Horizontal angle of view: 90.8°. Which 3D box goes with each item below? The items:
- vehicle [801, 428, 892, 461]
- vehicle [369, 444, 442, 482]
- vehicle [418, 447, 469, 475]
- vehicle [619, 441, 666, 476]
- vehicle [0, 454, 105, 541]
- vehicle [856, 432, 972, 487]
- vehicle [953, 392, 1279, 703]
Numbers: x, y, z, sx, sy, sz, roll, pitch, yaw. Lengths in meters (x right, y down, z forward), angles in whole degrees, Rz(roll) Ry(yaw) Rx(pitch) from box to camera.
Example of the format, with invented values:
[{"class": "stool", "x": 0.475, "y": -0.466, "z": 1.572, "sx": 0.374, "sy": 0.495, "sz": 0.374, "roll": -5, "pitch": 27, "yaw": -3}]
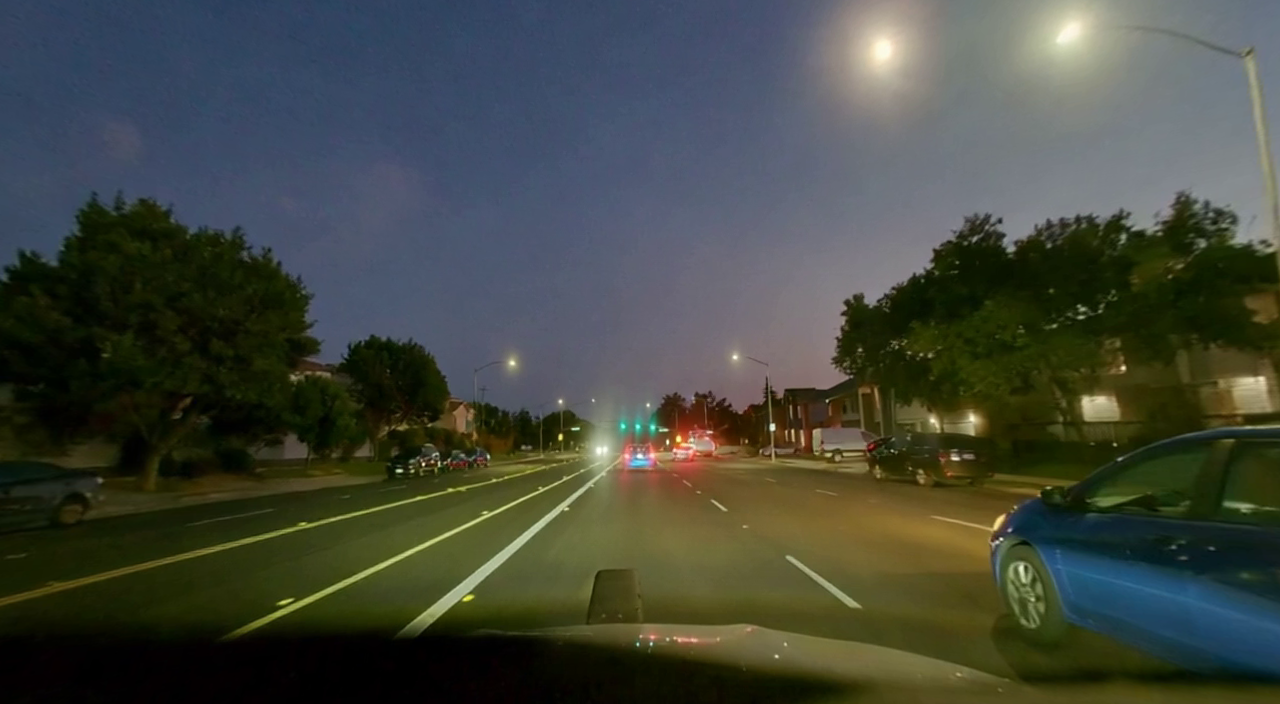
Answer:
[{"class": "vehicle", "x": 14.728, "y": 6.639, "z": 45.360, "sx": 5.696, "sy": 2.299, "sz": 2.292, "roll": 0, "pitch": -9, "yaw": -2}, {"class": "vehicle", "x": -14.527, "y": 6.885, "z": 39.558, "sx": 2.351, "sy": 2.008, "sz": 5.971, "roll": -4, "pitch": -9, "yaw": -1}, {"class": "vehicle", "x": -14.454, "y": 8.013, "z": 46.733, "sx": 2.140, "sy": 1.899, "sz": 4.900, "roll": -1, "pitch": -9, "yaw": 0}, {"class": "vehicle", "x": 0.069, "y": 4.986, "z": 29.816, "sx": 2.093, "sy": 1.497, "sz": 4.010, "roll": 0, "pitch": -9, "yaw": -1}, {"class": "vehicle", "x": -14.429, "y": 3.048, "z": 13.125, "sx": 2.033, "sy": 1.774, "sz": 5.266, "roll": 0, "pitch": -9, "yaw": -1}, {"class": "vehicle", "x": 9.716, "y": 3.846, "z": 22.883, "sx": 2.139, "sy": 1.772, "sz": 4.468, "roll": 0, "pitch": -9, "yaw": -1}, {"class": "vehicle", "x": 3.526, "y": 0.968, "z": 2.839, "sx": 1.992, "sy": 1.505, "sz": 4.333, "roll": 0, "pitch": -9, "yaw": 0}]
